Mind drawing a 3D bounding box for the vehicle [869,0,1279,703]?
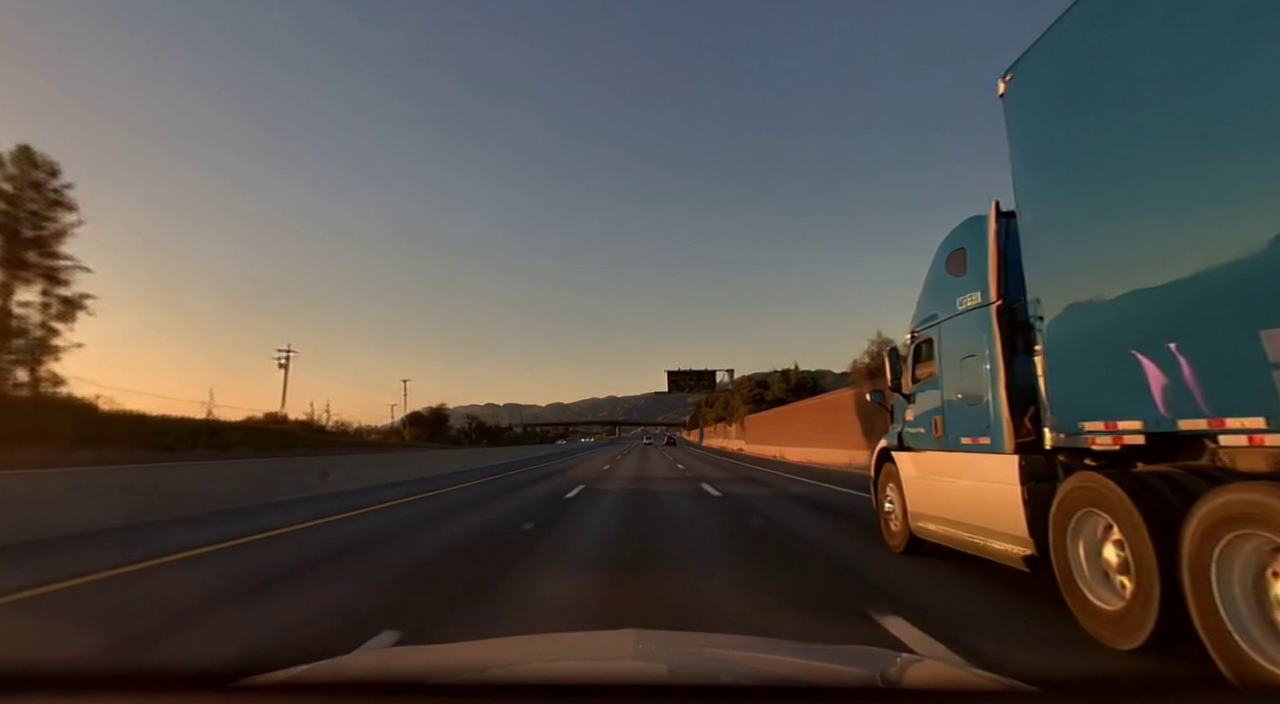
[{"bbox_3d":[3.925,-0.391,1.832,3.012,3.768,8.945,0,-8,-1],"label":"vehicle"}]
